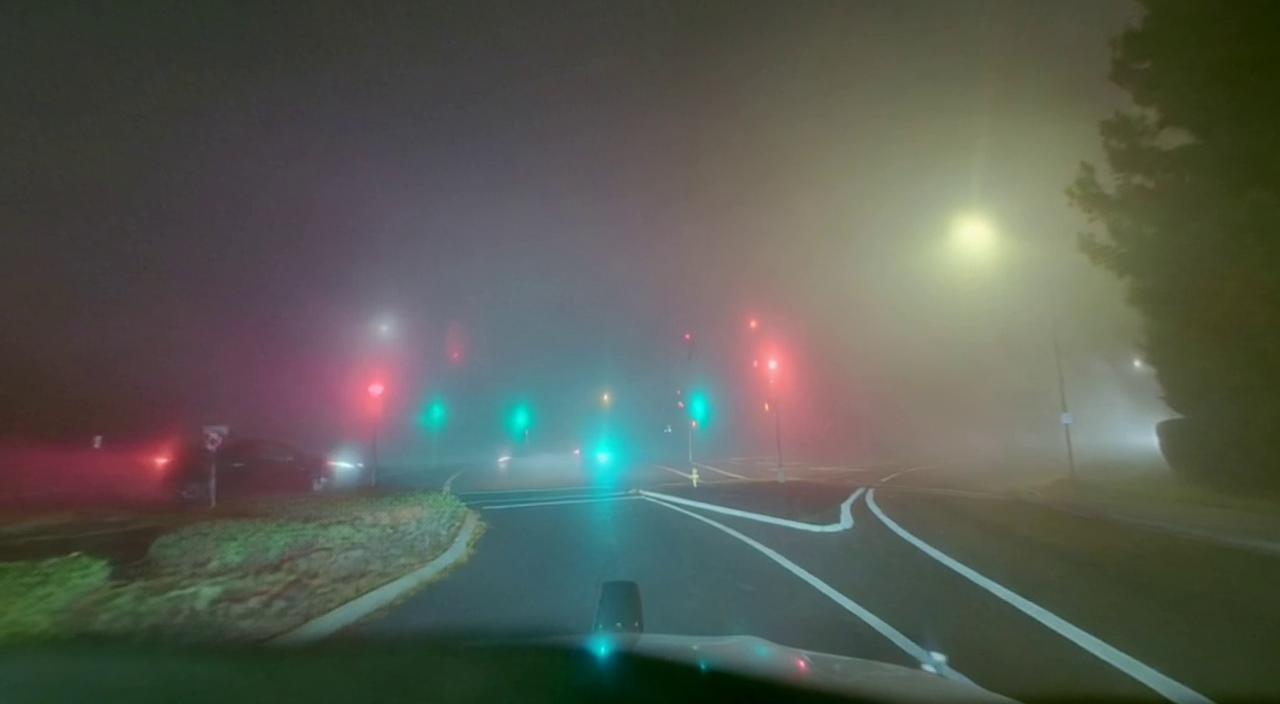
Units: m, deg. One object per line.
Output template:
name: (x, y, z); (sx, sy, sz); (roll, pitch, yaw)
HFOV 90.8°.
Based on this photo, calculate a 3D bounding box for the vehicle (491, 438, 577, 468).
vehicle: (-6.230, 5.925, 37.265); (4.602, 1.667, 1.933); (4, -10, -27)

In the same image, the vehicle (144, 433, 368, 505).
vehicle: (-9.556, 2.916, 16.188); (4.545, 1.602, 2.014); (4, -10, -27)
